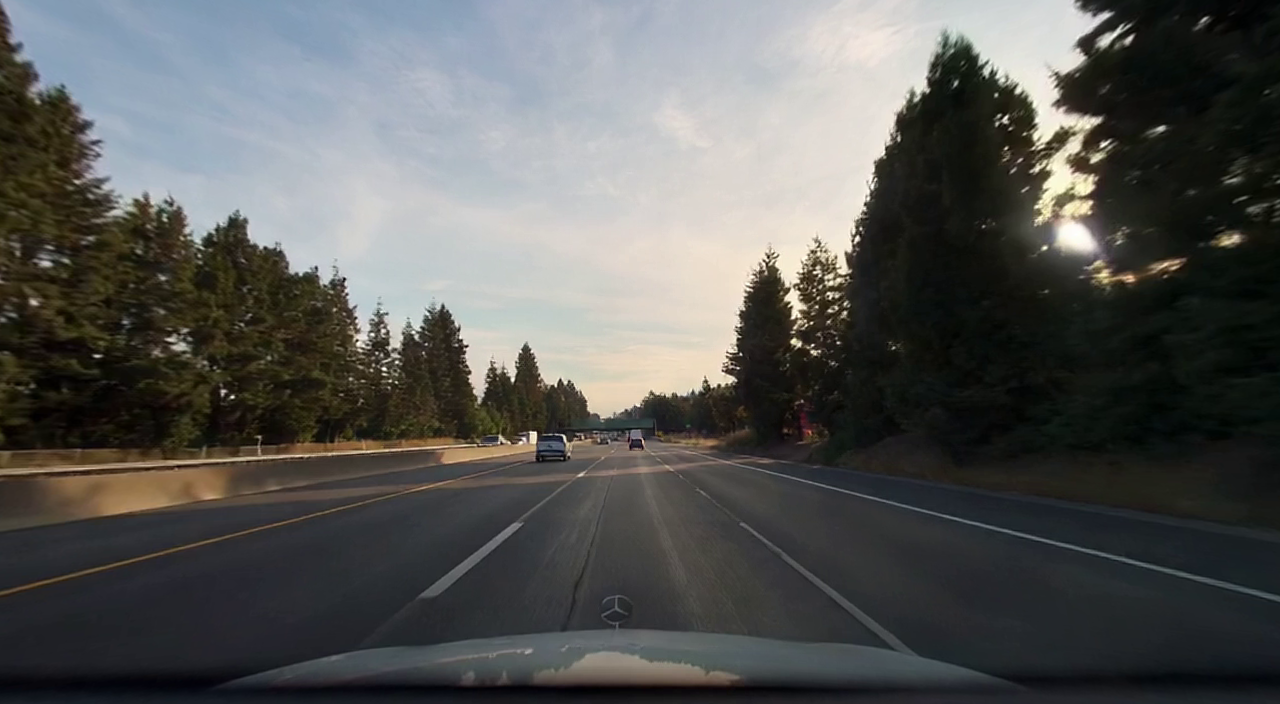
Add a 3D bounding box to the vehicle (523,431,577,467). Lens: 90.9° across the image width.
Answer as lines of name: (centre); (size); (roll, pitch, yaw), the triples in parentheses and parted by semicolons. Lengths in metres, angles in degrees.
vehicle: (-4.248, 4.634, 30.338); (2.003, 1.626, 4.256); (0, -8, 0)
